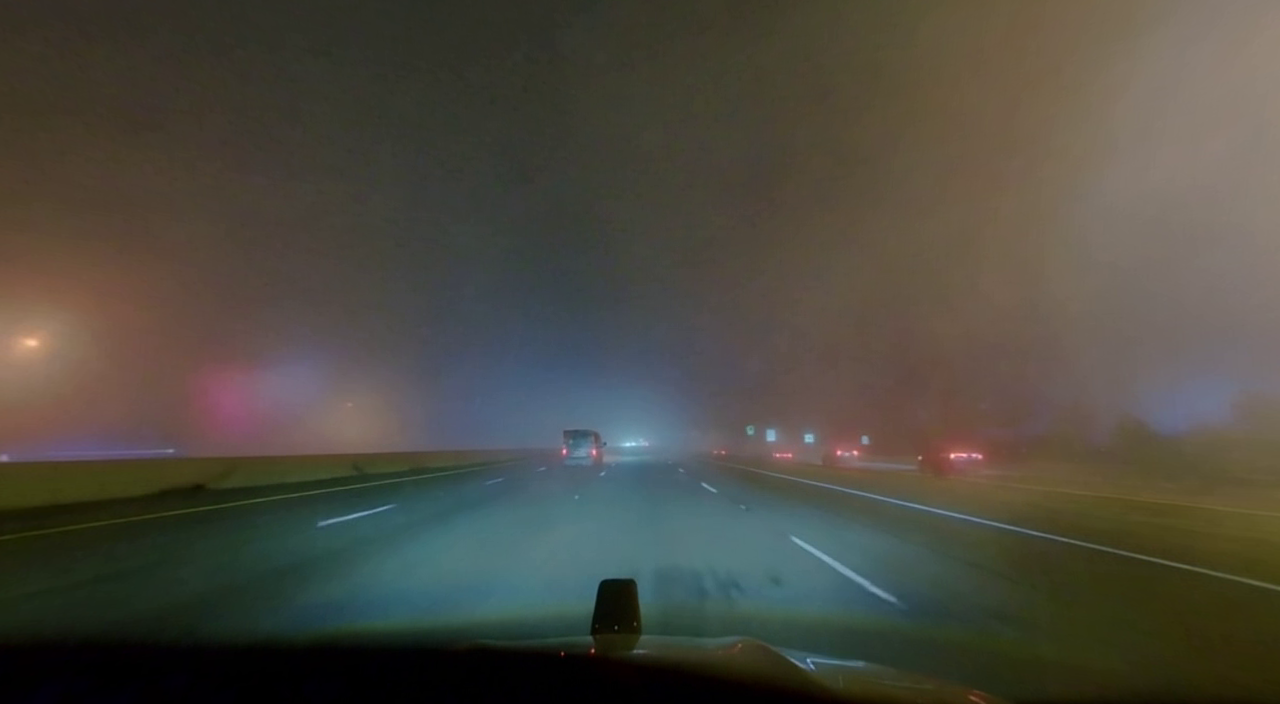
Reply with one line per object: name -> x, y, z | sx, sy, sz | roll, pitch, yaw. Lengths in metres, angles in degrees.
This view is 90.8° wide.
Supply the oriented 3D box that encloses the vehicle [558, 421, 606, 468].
vehicle -> -3.883, 6.392, 43.655 | 2.881, 2.937, 7.045 | 0, -9, -2
